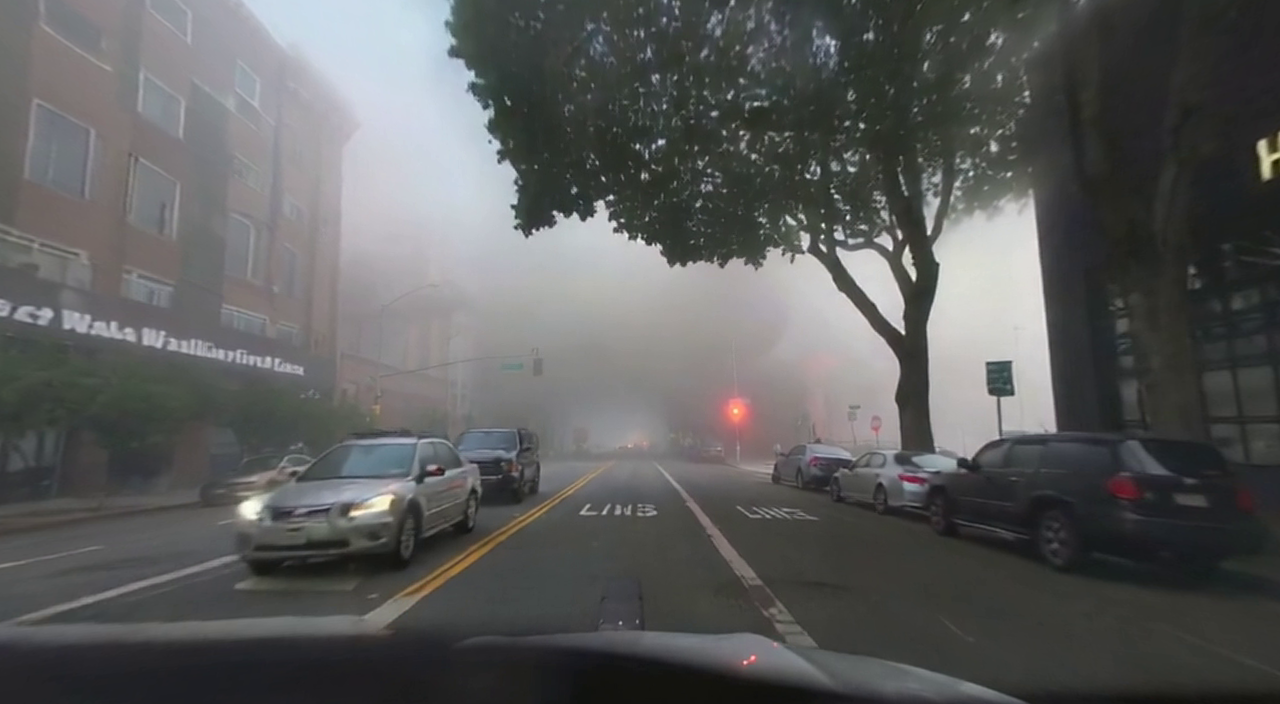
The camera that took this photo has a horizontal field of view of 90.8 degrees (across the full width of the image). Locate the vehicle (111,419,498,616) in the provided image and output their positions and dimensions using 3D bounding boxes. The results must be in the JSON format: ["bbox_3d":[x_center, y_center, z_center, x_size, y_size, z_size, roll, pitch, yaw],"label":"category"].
[{"bbox_3d":[-3.134,1.622,7.200,2.013,1.527,4.335,0,-8,0],"label":"vehicle"}]

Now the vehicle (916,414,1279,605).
[{"bbox_3d":[5.852,1.837,8.405,2.116,1.780,4.682,0,-8,-2],"label":"vehicle"}]

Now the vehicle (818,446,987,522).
[{"bbox_3d":[5.895,2.971,14.953,1.910,1.471,4.758,0,-8,-1],"label":"vehicle"}]

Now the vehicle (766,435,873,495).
[{"bbox_3d":[5.922,3.786,21.590,2.150,1.805,4.870,0,-8,-1],"label":"vehicle"}]
